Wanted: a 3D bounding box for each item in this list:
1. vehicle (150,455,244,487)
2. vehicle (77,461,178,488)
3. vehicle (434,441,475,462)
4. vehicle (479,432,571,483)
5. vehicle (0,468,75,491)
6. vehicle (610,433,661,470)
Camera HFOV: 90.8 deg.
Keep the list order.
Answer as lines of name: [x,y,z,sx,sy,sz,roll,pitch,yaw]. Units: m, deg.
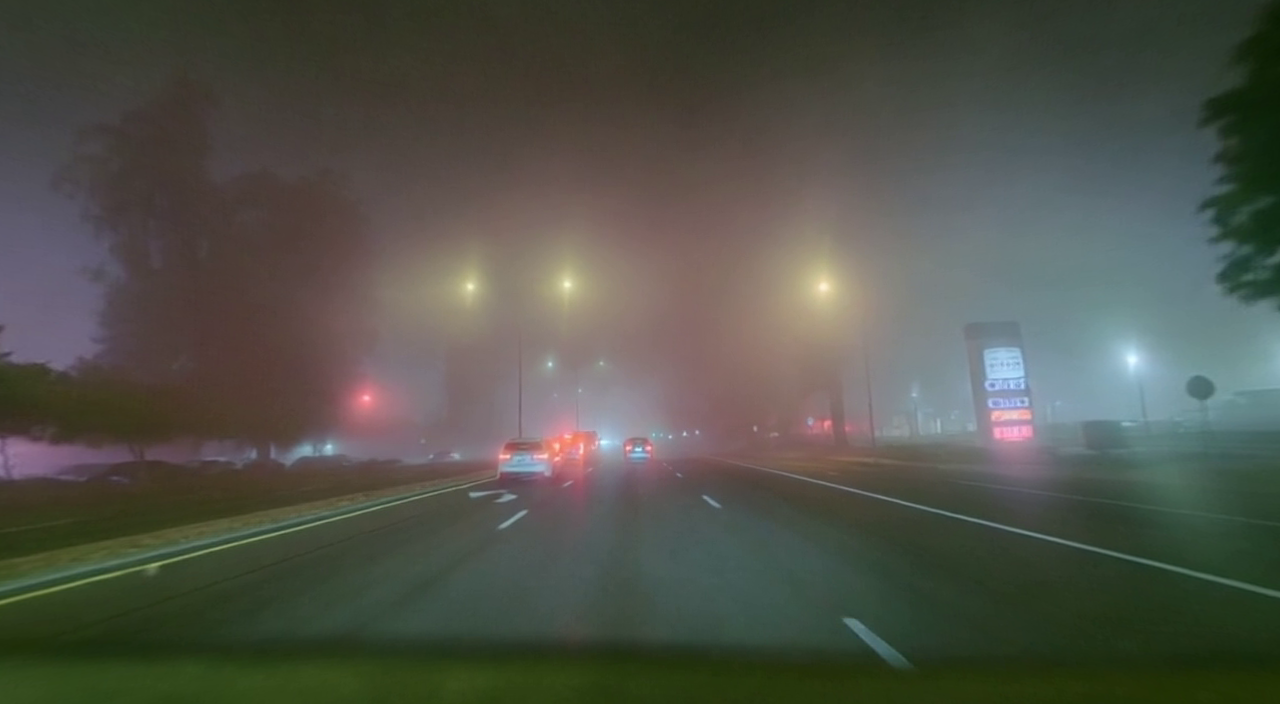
vehicle: [-28.792,7.714,41.190,4.586,1.682,2.003,-3,-8,-4]
vehicle: [-29.218,6.954,36.069,4.193,1.435,1.770,0,-8,0]
vehicle: [-13.572,7.286,46.391,1.879,1.503,4.274,0,-8,-3]
vehicle: [-3.600,3.397,20.624,2.139,1.487,4.453,0,-8,0]
vehicle: [-41.580,8.710,43.322,3.900,1.453,1.740,0,-8,0]
vehicle: [-0.218,4.407,28.142,2.126,1.475,3.967,0,-8,-1]
